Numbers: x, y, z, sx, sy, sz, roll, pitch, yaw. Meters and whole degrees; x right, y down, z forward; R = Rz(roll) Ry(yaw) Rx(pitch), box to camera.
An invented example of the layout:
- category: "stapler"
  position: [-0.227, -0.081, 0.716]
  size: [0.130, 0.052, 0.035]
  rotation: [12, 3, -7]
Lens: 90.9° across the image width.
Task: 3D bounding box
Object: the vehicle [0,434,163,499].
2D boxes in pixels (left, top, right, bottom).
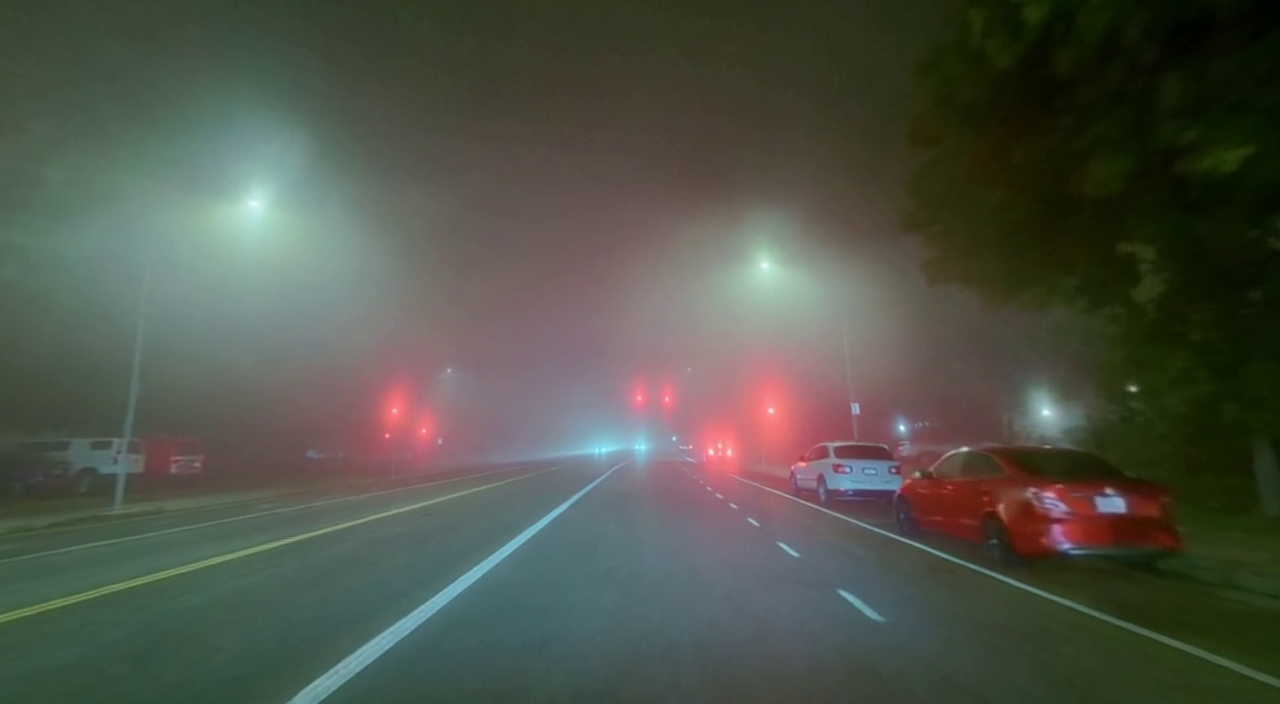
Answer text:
- category: "vehicle"
  position: [-19.615, 3.856, 21.484]
  size: [4.852, 2.017, 2.342]
  rotation: [-1, -8, 4]

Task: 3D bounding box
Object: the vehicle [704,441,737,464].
- category: "vehicle"
  position: [5.922, 7.449, 46.844]
  size: [1.950, 1.567, 4.083]
  rotation: [0, -8, 1]

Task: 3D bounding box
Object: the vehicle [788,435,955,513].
- category: "vehicle"
  position: [5.186, 2.786, 14.973]
  size: [1.997, 1.521, 4.747]
  rotation: [0, -8, -3]

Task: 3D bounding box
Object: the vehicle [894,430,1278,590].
- category: "vehicle"
  position: [5.056, 1.797, 8.083]
  size: [1.895, 1.487, 4.176]
  rotation: [0, -8, 1]
